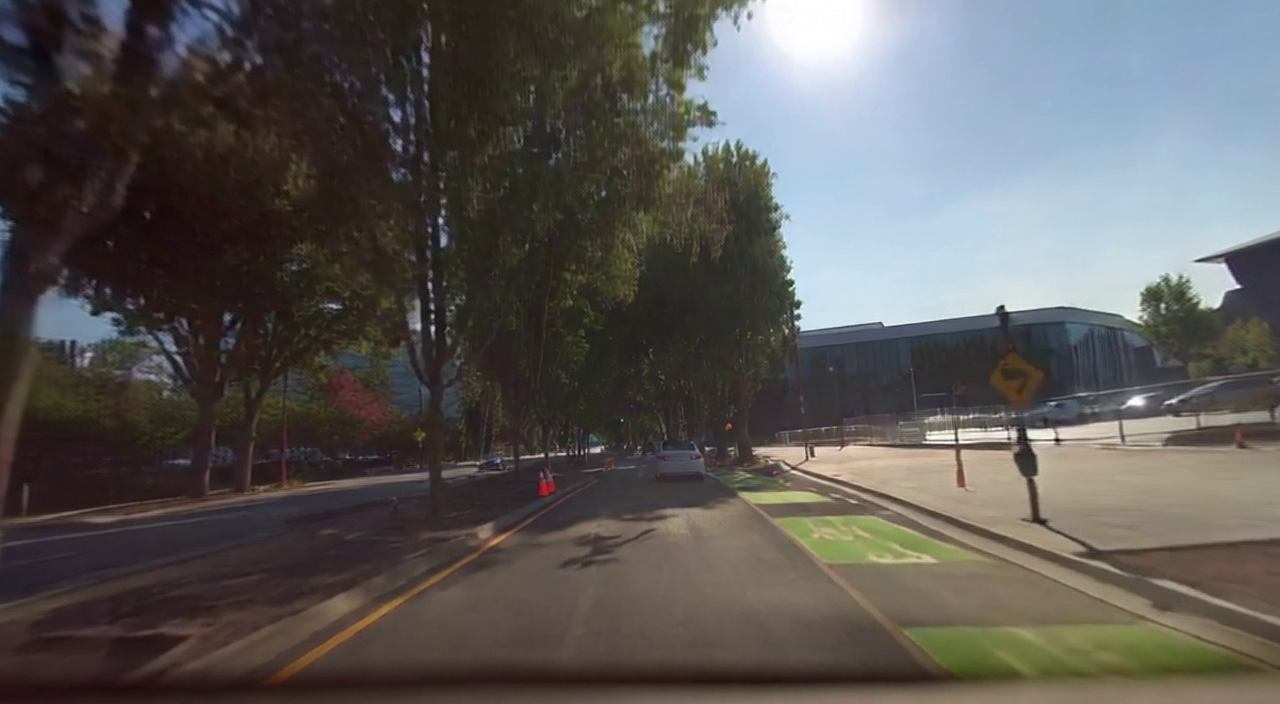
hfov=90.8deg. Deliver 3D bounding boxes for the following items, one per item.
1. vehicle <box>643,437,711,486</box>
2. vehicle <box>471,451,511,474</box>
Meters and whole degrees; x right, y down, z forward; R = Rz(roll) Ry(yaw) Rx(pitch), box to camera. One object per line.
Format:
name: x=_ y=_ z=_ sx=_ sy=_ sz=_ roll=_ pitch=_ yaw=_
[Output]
vehicle: x=1.214 y=3.755 z=22.029 sx=2.114 sy=1.493 sz=4.430 roll=0 pitch=-8 yaw=1
vehicle: x=-10.779 y=7.993 z=46.003 sx=2.010 sy=1.487 sz=4.427 roll=0 pitch=-8 yaw=-2
